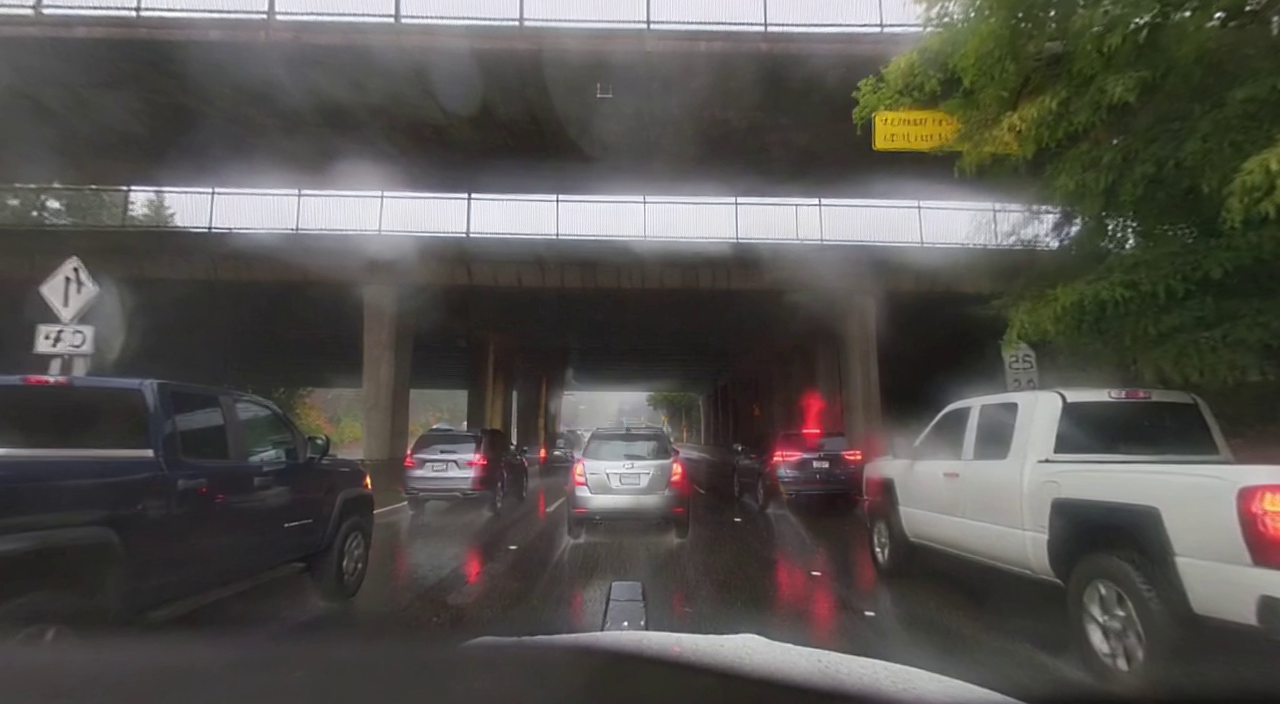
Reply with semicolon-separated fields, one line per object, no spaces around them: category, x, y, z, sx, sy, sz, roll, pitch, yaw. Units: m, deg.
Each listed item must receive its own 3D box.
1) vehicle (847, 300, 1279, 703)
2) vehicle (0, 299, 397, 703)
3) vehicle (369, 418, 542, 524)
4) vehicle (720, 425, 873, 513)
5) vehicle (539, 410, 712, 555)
vehicle;3.673;1.095;5.060;2.401;1.968;4.841;0;-8;1
vehicle;-3.393;0.911;3.616;2.074;1.814;4.596;0;-8;1
vehicle;-3.338;2.250;12.371;2.127;1.720;4.064;0;-8;0
vehicle;3.460;2.731;15.269;2.234;1.720;5.378;0;-8;-1
vehicle;-0.211;1.876;9.641;2.097;1.748;3.794;0;-8;-1
